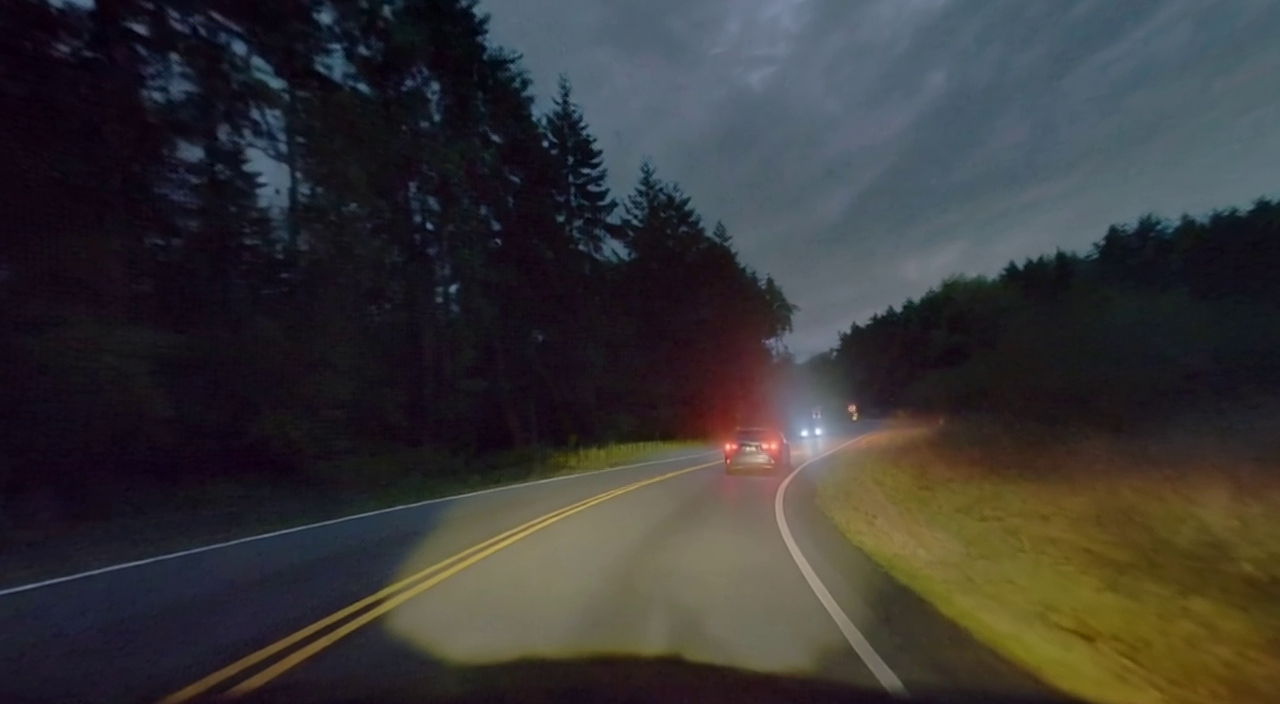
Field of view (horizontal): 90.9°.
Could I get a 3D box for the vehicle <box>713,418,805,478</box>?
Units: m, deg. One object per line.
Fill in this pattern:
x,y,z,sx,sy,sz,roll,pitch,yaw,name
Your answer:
3.733,2.890,19.184,2.274,1.583,4.349,-3,-9,16,vehicle
